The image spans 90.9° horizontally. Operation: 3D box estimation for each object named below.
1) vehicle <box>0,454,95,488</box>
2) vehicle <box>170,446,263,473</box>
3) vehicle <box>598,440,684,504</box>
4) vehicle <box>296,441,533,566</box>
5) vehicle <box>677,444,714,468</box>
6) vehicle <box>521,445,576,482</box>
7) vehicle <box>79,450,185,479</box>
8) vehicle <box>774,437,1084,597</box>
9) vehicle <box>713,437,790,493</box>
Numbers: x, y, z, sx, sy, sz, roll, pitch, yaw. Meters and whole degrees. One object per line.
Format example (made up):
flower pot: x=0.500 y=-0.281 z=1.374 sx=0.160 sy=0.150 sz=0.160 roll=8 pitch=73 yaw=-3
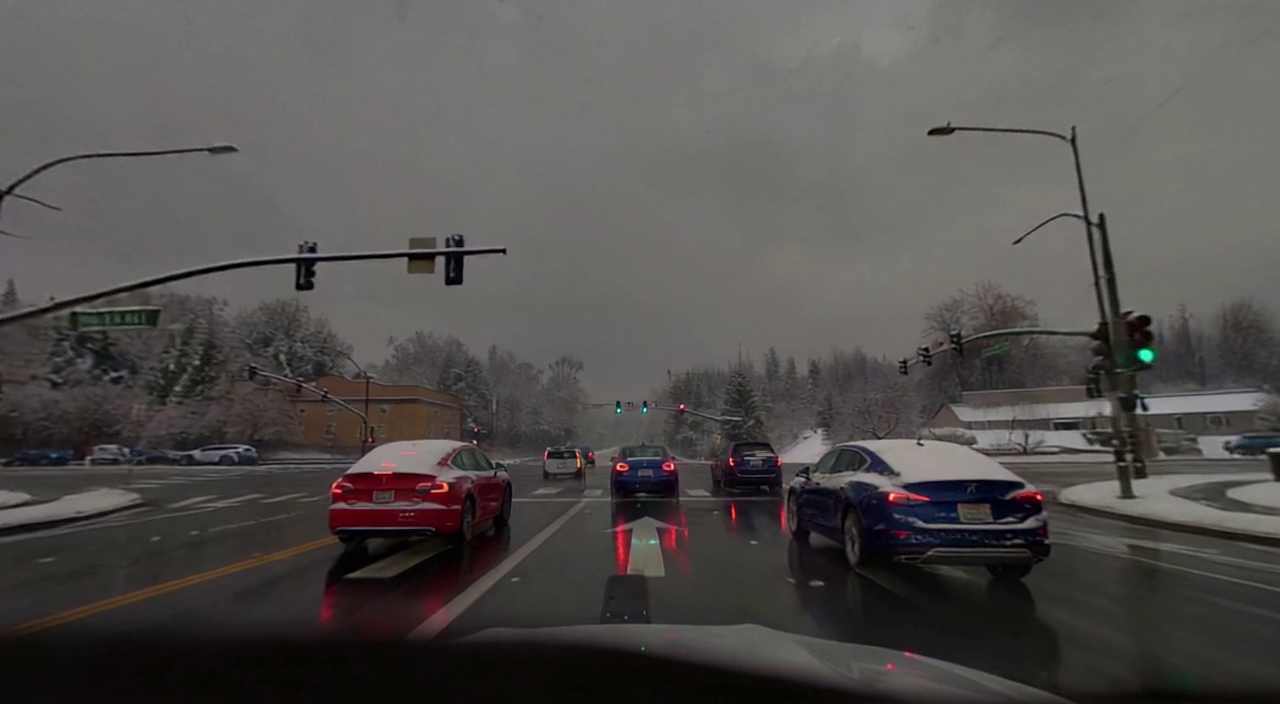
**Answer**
vehicle: x=-29.720 y=5.764 z=30.613 sx=4.551 sy=1.533 sz=2.070 roll=-1 pitch=-9 yaw=2
vehicle: x=-29.144 y=7.410 z=43.450 sx=4.916 sy=1.793 sz=2.082 roll=-1 pitch=-9 yaw=3
vehicle: x=-0.044 y=3.330 z=17.904 sx=2.144 sy=1.563 sz=4.218 roll=0 pitch=-9 yaw=-2
vehicle: x=-3.104 y=2.169 z=9.870 sx=2.015 sy=1.478 sz=4.407 roll=0 pitch=-8 yaw=1
vehicle: x=4.005 y=7.532 z=45.875 sx=2.138 sy=1.624 sz=4.417 roll=0 pitch=-9 yaw=-2
vehicle: x=-4.271 y=5.037 z=28.904 sx=2.089 sy=1.537 sz=4.073 roll=2 pitch=-9 yaw=-14
vehicle: x=-30.260 y=6.675 z=37.652 sx=4.427 sy=1.629 sz=2.213 roll=-1 pitch=-9 yaw=2
vehicle: x=3.311 y=1.942 z=8.500 sx=1.951 sy=1.522 sz=4.614 roll=0 pitch=-8 yaw=-1
vehicle: x=3.754 y=3.868 z=21.945 sx=1.938 sy=1.732 sz=4.006 roll=0 pitch=-9 yaw=0
